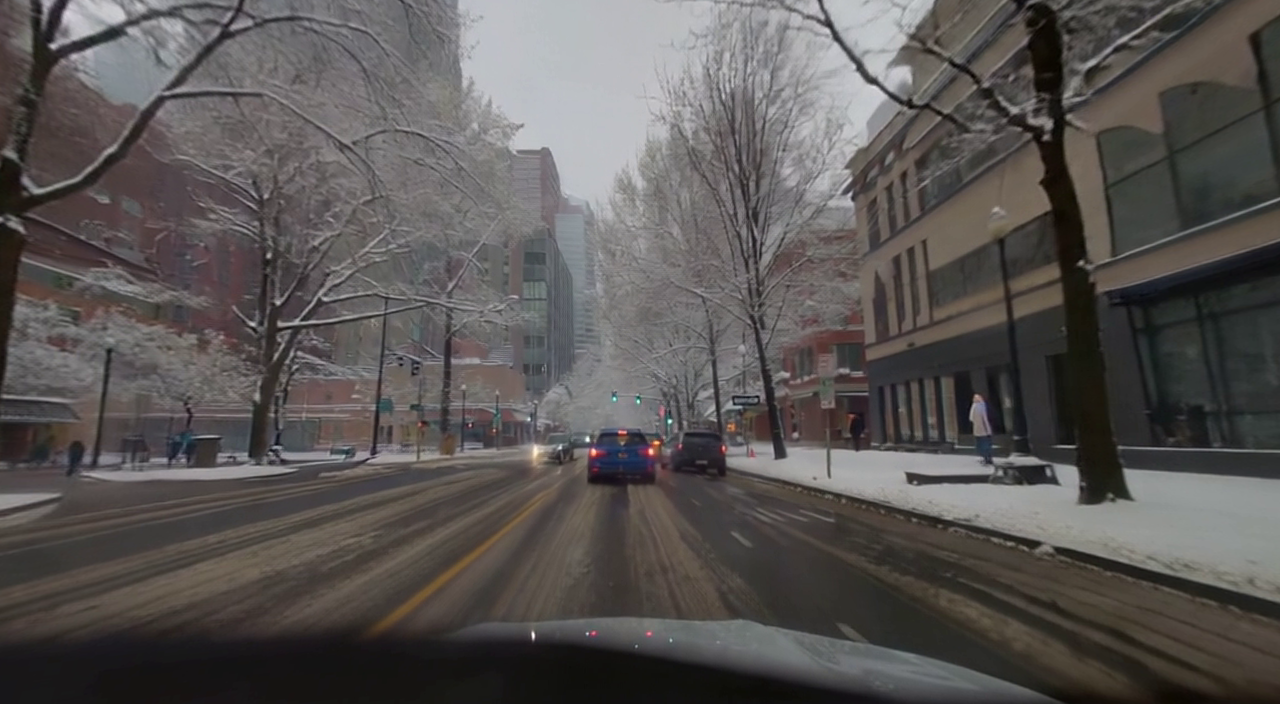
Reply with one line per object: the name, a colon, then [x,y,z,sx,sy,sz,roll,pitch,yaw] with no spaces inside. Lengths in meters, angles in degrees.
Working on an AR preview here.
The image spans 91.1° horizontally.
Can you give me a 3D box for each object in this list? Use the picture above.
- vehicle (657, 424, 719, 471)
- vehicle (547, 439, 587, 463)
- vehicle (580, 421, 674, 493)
vehicle: [2.127,4.409,29.258,2.147,1.968,4.478,1,-8,-5]
vehicle: [-4.522,6.180,39.494,2.096,1.415,4.515,0,-8,-1]
vehicle: [-0.374,2.841,17.419,2.274,1.736,4.083,0,-8,-2]
